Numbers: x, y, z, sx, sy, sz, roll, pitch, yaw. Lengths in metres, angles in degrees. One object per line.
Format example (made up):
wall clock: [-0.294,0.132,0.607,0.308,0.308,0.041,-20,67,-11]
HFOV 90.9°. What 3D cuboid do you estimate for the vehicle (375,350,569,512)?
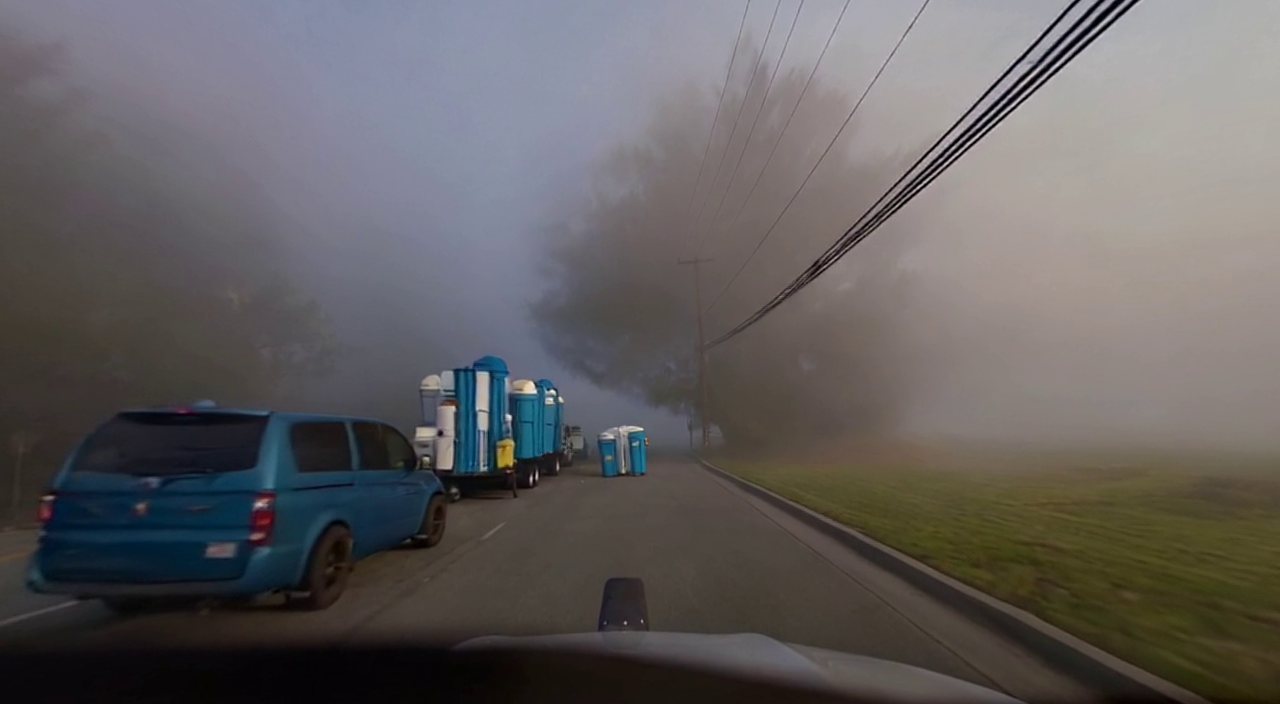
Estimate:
vehicle: [-4.005,2.233,17.404,3.120,3.393,7.945,1,-8,0]

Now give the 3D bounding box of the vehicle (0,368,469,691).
vehicle: [-3.449,1.347,6.028,2.187,1.821,4.748,0,-8,1]

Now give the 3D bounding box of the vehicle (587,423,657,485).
vehicle: [-0.579,3.380,21.173,2.117,1.861,4.095,0,-8,-1]
